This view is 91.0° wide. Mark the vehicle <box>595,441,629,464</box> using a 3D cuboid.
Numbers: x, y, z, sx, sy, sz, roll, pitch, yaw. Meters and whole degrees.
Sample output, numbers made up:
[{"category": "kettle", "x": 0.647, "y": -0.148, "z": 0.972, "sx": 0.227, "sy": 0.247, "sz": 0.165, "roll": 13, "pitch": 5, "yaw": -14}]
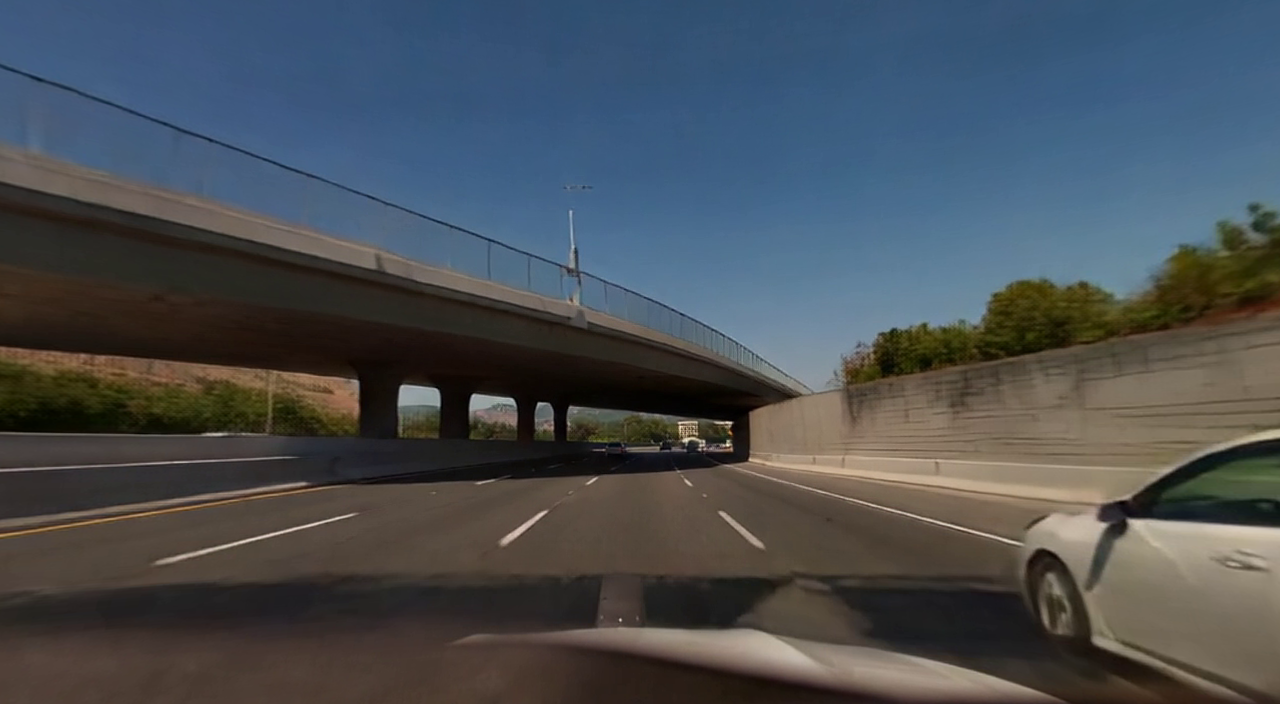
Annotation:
[{"category": "vehicle", "x": -1.999, "y": 7.364, "z": 46.388, "sx": 2.088, "sy": 1.565, "sz": 4.410, "roll": -1, "pitch": -8, "yaw": 3}]

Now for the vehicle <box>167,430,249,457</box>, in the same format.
[{"category": "vehicle", "x": -25.733, "y": 5.478, "z": 37.701, "sx": 1.793, "sy": 1.480, "sz": 4.260, "roll": 0, "pitch": -8, "yaw": 2}]

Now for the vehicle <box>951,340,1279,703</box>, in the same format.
[{"category": "vehicle", "x": 3.468, "y": 0.857, "z": 2.642, "sx": 2.090, "sy": 1.715, "sz": 4.228, "roll": 0, "pitch": -8, "yaw": -1}]
